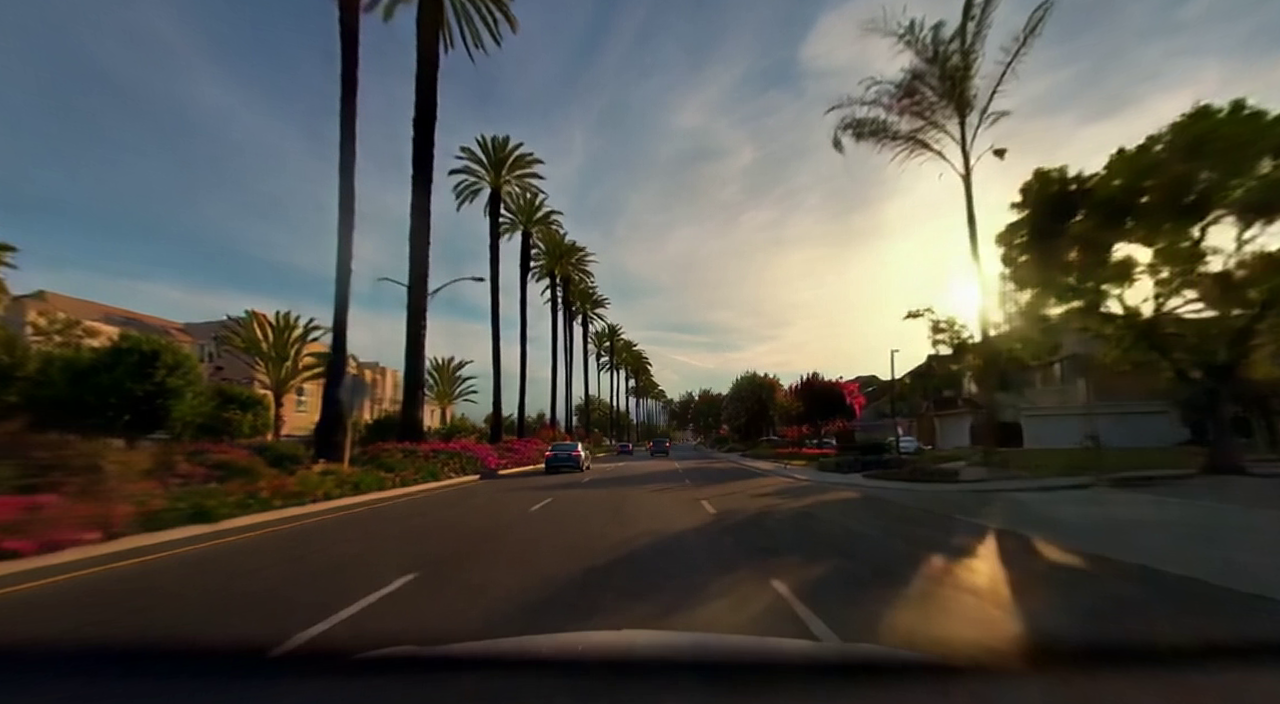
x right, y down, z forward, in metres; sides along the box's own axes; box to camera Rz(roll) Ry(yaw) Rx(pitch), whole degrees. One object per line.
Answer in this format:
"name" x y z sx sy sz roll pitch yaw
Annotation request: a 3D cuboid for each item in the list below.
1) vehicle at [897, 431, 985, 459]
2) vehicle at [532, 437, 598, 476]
"vehicle" 22.379 6.968 46.988 2.426 1.902 6.126 2 -9 -15
"vehicle" -3.018 4.353 26.344 2.036 1.478 4.508 0 -8 2
